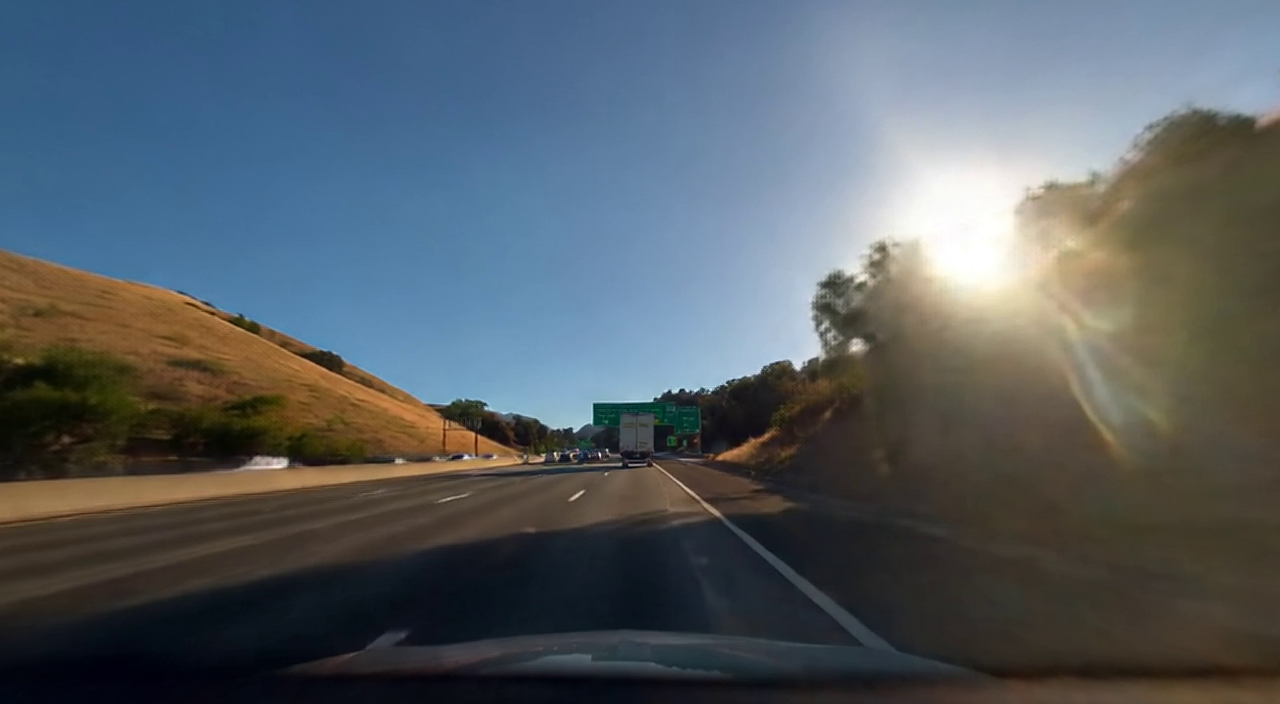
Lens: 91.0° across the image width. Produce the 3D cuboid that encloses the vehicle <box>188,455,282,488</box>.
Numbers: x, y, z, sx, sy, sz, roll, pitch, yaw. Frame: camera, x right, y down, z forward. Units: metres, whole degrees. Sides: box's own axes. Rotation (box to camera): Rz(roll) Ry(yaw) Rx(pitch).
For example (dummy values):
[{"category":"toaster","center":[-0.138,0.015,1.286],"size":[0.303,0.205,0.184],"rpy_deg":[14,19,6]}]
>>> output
[{"category":"vehicle","center":[-21.439,6.325,33.594],"size":[1.960,1.545,4.436],"rpy_deg":[0,-9,2]}]

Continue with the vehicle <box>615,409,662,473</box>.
[{"category":"vehicle","center":[-0.013,6.694,47.017],"size":[3.039,4.131,11.822],"rpy_deg":[0,-9,1]}]
